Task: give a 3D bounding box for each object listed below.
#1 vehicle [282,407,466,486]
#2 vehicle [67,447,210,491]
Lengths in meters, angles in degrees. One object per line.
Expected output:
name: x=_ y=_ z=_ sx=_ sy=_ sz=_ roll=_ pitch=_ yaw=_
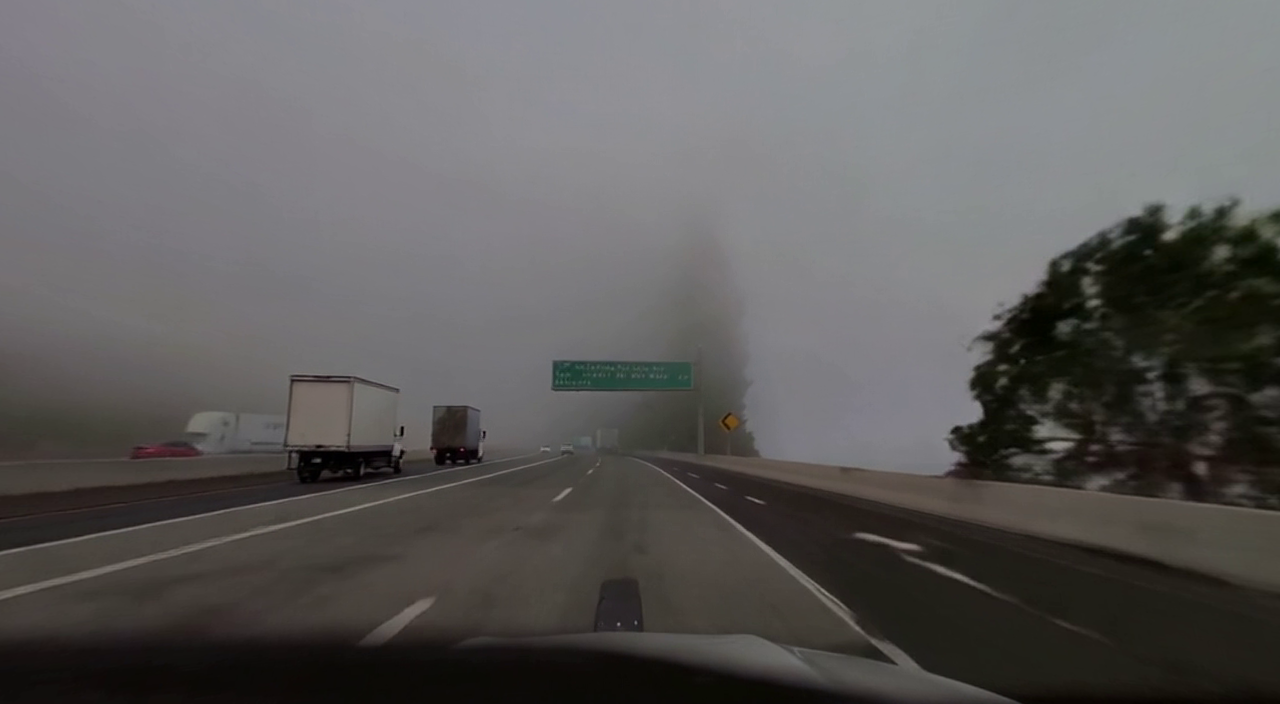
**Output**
vehicle: x=-11.152 y=4.312 z=29.107 sx=3.270 sy=2.674 sz=14.547 roll=1 pitch=-8 yaw=-4
vehicle: x=-18.670 y=4.341 z=23.900 sx=1.842 sy=1.452 sz=4.612 roll=0 pitch=-8 yaw=-3
